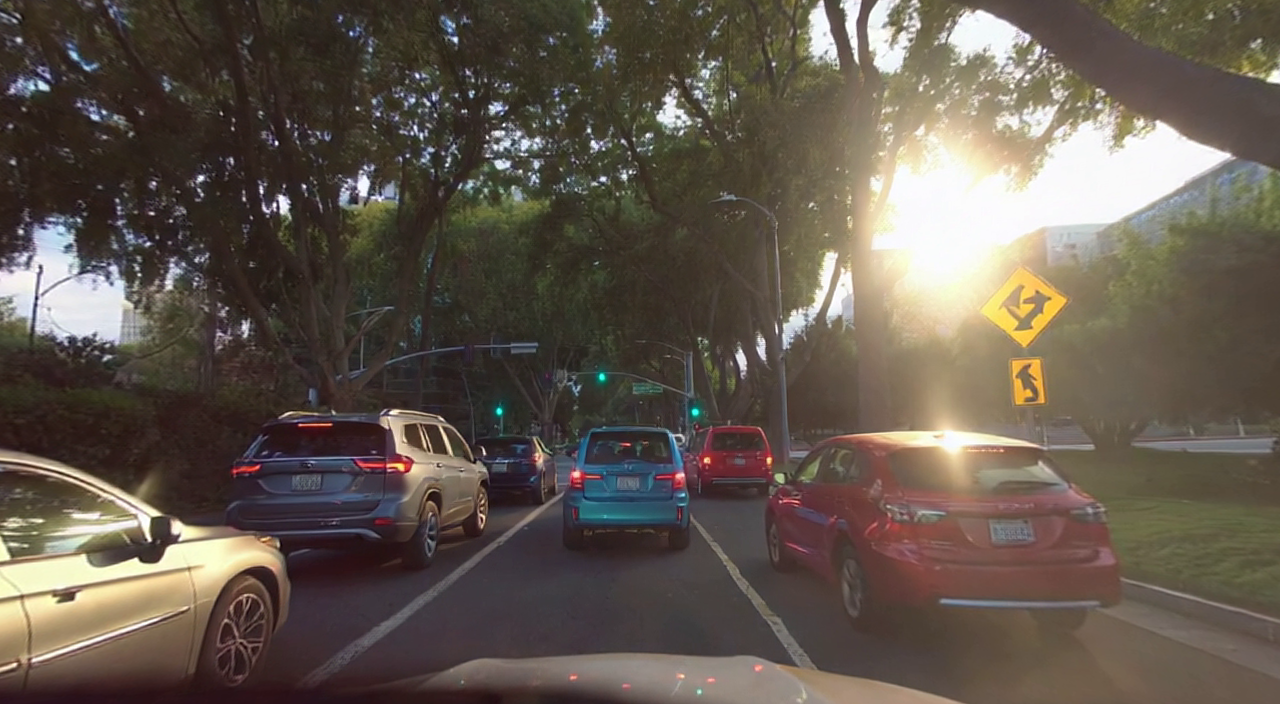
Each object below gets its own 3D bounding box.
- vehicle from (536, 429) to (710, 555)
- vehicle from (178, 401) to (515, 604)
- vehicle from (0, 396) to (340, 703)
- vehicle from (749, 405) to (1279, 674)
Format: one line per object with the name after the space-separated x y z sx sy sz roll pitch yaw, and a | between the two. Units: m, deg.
-0.250 1.922 9.319 2.025 1.453 3.848 0 -8 -2 | vehicle
-2.897 1.578 7.444 1.964 1.712 4.097 0 -8 0 | vehicle
-2.928 0.840 1.604 1.974 1.484 4.716 0 -8 0 | vehicle
2.521 1.399 5.925 2.116 1.497 4.652 0 -8 0 | vehicle
